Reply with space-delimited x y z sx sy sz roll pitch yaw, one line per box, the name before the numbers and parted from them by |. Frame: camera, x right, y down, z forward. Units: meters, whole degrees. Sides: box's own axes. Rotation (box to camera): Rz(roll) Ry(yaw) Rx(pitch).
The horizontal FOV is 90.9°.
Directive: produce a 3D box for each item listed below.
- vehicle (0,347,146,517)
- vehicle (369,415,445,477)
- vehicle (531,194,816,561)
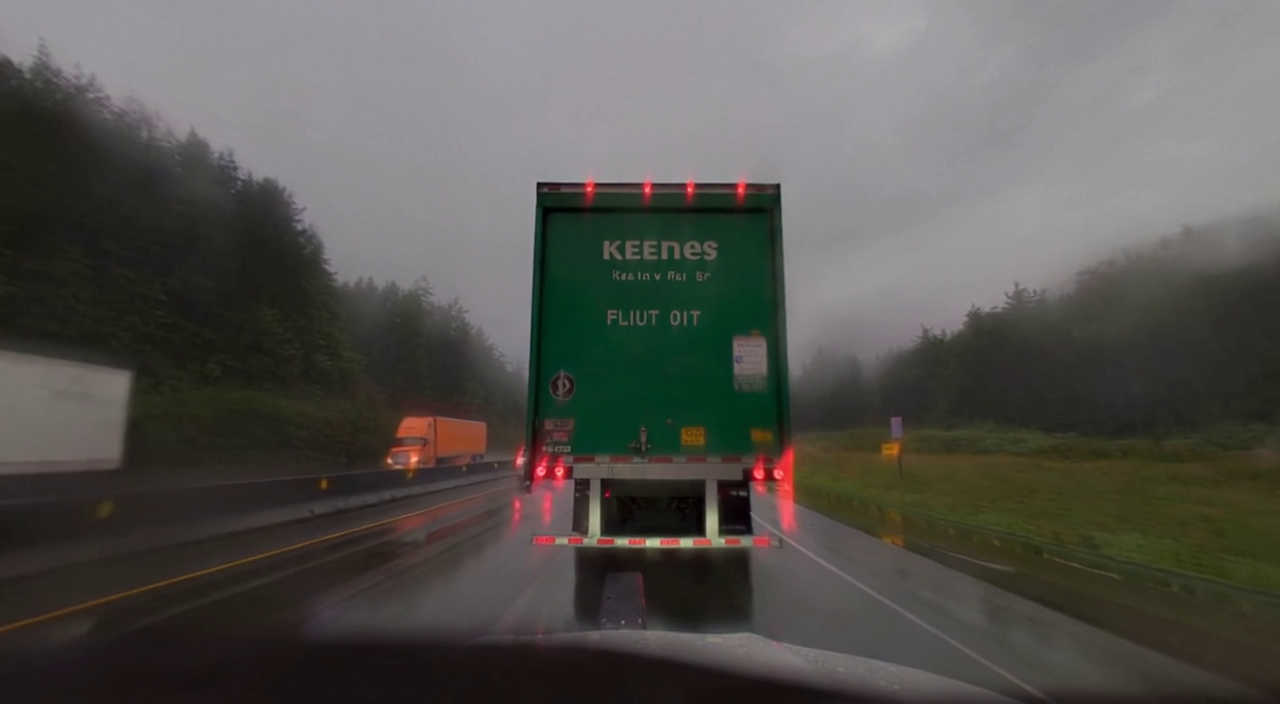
vehicle | -16.821 1.438 12.075 2.847 4.009 14.414 0 -9 1
vehicle | -16.105 6.581 44.002 2.992 3.946 5.787 0 -9 0
vehicle | 0.440 1.330 14.598 3.230 4.377 14.405 0 -9 0
